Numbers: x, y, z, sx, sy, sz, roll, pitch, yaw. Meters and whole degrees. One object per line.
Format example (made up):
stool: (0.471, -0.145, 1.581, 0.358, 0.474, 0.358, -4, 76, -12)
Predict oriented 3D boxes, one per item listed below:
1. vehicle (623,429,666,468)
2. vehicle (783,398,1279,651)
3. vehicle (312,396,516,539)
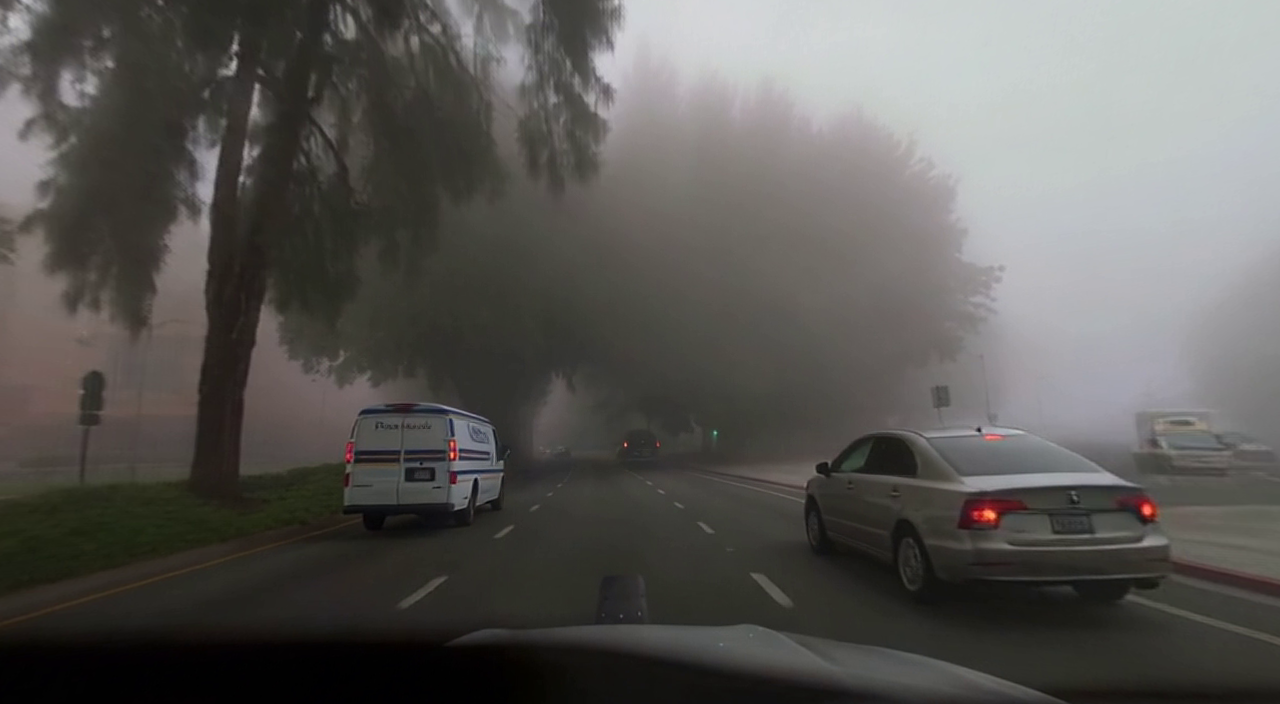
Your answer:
vehicle: (0.219, 6.839, 44.738, 2.397, 2.566, 5.324, 1, -9, -6)
vehicle: (3.172, 1.489, 6.586, 2.087, 1.658, 4.612, 0, -9, -2)
vehicle: (-3.982, 2.143, 12.250, 2.420, 2.227, 4.499, 0, -9, -2)
